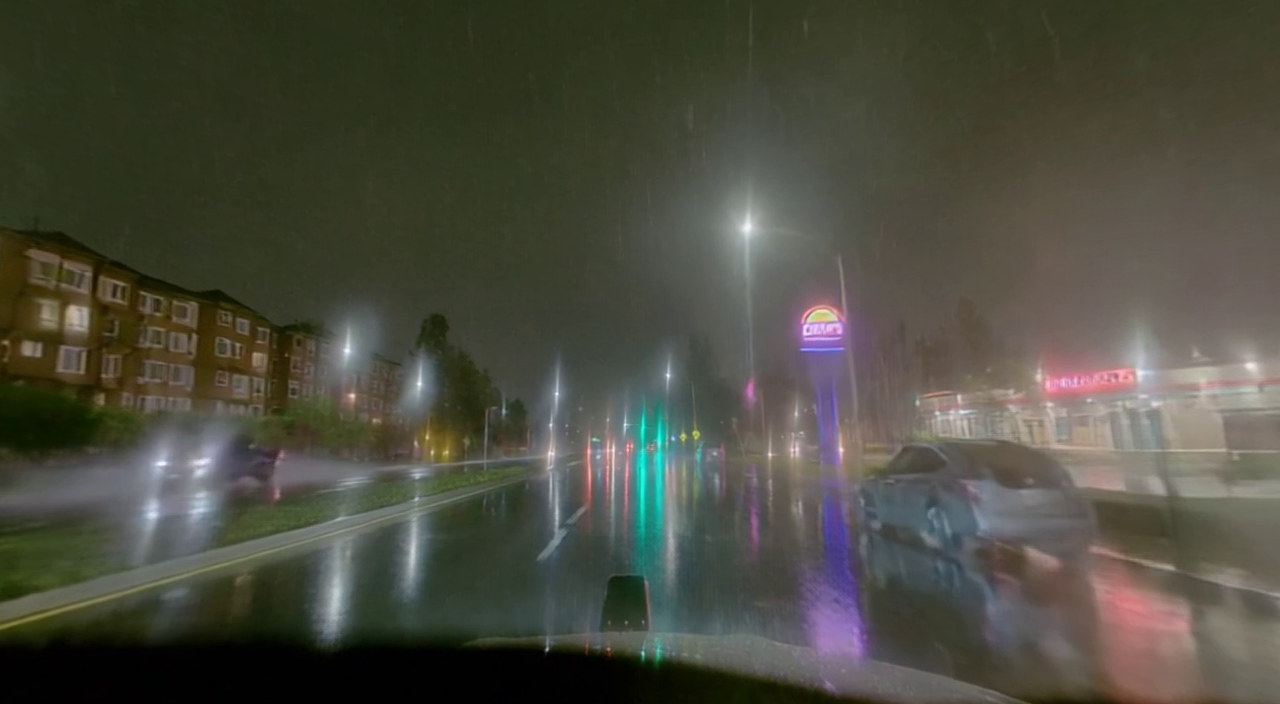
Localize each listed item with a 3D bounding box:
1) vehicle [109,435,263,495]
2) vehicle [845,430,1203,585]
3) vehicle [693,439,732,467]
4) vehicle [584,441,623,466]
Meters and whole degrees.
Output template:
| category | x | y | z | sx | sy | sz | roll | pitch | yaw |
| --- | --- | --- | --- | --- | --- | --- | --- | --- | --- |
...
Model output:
| category | x | y | z | sx | sy | sz | roll | pitch | yaw |
| --- | --- | --- | --- | --- | --- | --- | --- | --- | --- |
| vehicle | -14.677 | 3.641 | 20.713 | 1.973 | 1.742 | 4.024 | 0 | -8 | 1 |
| vehicle | 4.501 | 1.859 | 8.469 | 2.025 | 1.500 | 4.465 | 0 | -8 | 1 |
| vehicle | 4.768 | 6.700 | 42.128 | 2.067 | 1.755 | 4.616 | 0 | -8 | 1 |
| vehicle | -2.352 | 6.614 | 41.347 | 2.176 | 1.543 | 4.335 | 0 | -8 | 2 |
